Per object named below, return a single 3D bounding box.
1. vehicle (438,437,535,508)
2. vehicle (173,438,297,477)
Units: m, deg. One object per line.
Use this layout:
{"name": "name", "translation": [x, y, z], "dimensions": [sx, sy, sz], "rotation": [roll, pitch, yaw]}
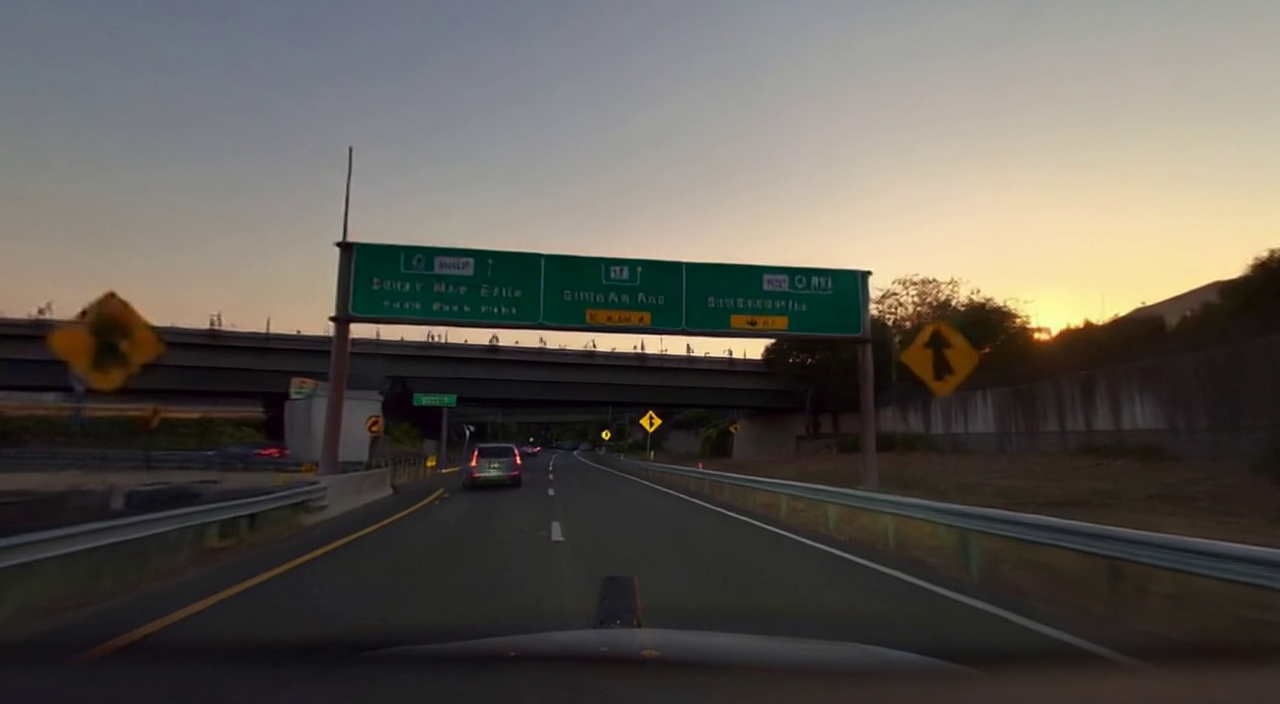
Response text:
{"name": "vehicle", "translation": [-3.779, 2.888, 15.473], "dimensions": [2.006, 1.486, 3.950], "rotation": [2, -9, -14]}
{"name": "vehicle", "translation": [-17.033, 4.431, 26.406], "dimensions": [4.278, 1.505, 2.018], "rotation": [-3, -9, 18]}
